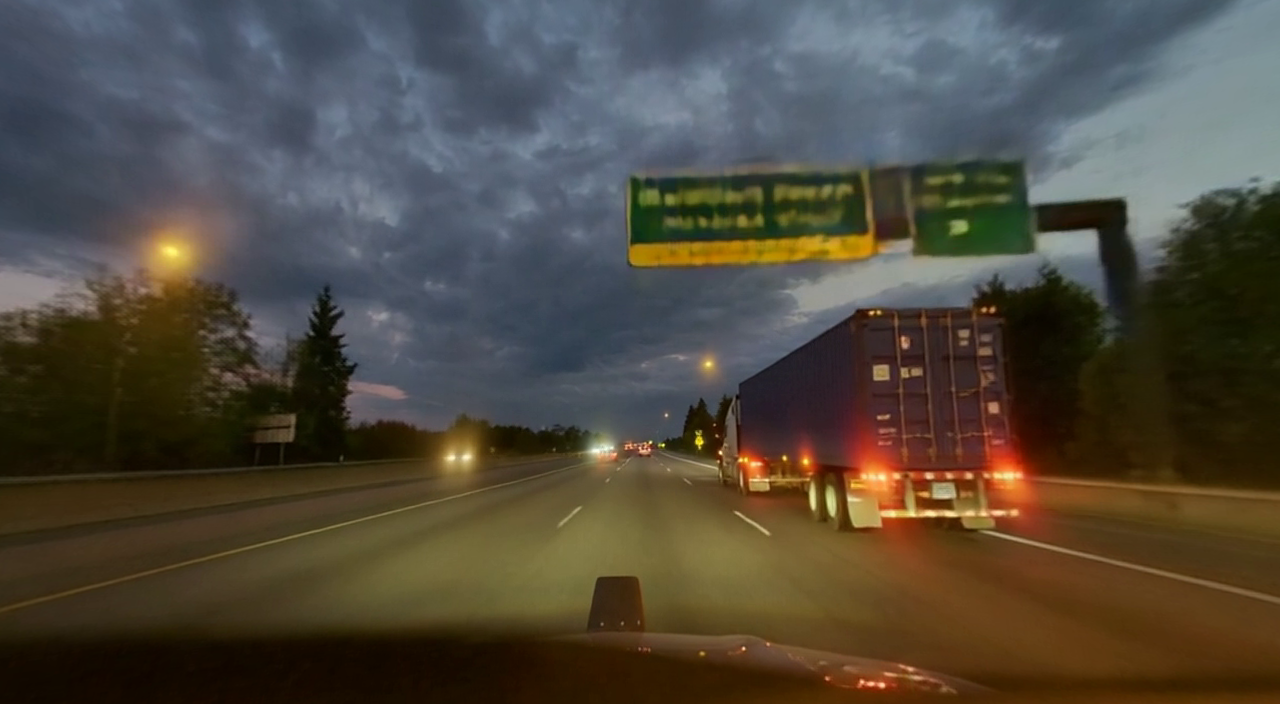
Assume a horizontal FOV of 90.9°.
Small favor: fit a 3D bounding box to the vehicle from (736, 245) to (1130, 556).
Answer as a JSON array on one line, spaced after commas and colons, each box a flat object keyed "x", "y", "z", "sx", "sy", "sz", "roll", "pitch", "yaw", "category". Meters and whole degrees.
[{"x": 4.703, "y": 1.553, "z": 14.576, "sx": 2.821, "sy": 4.046, "sz": 12.876, "roll": 0, "pitch": -9, "yaw": 0, "category": "vehicle"}]
